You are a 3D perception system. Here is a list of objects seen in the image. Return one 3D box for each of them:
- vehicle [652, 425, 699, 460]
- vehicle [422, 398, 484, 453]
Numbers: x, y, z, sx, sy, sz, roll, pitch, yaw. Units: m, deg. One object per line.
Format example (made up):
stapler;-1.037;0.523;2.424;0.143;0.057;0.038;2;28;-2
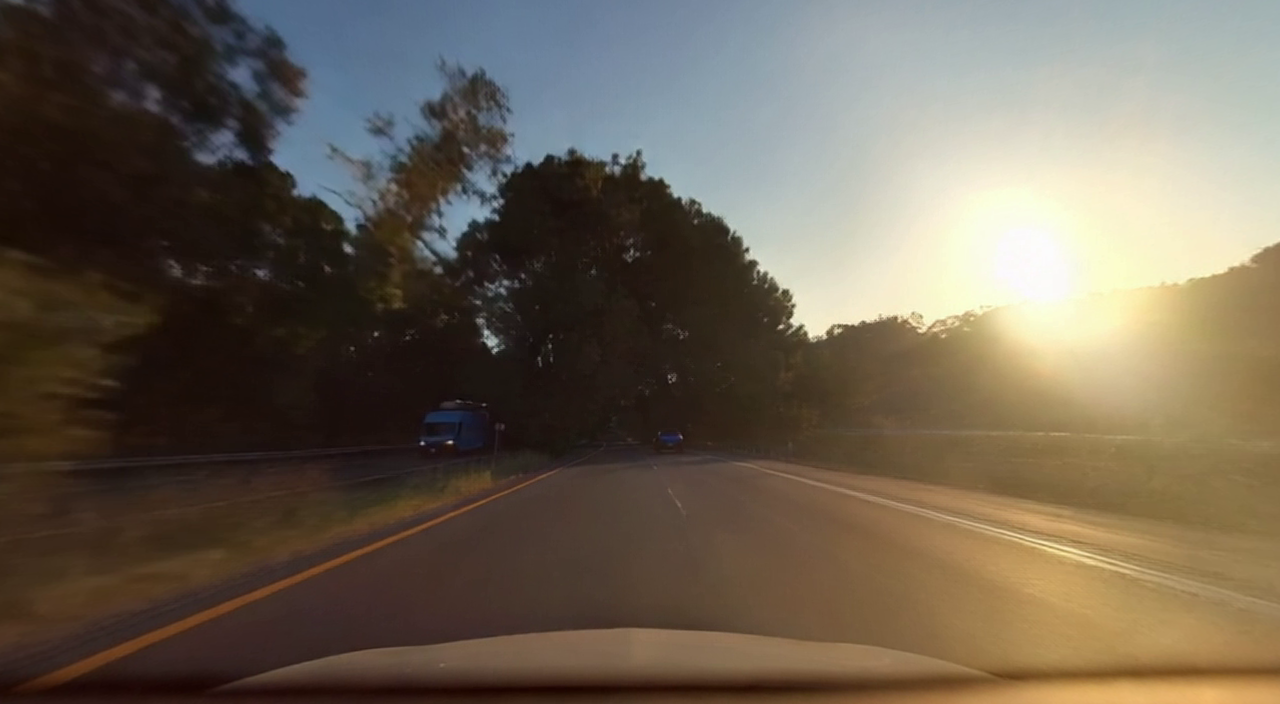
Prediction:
vehicle;1.925;5.096;35.751;2.240;1.801;4.545;0;-8;-2
vehicle;-14.264;5.715;48.577;3.077;3.908;5.911;0;-8;-2
